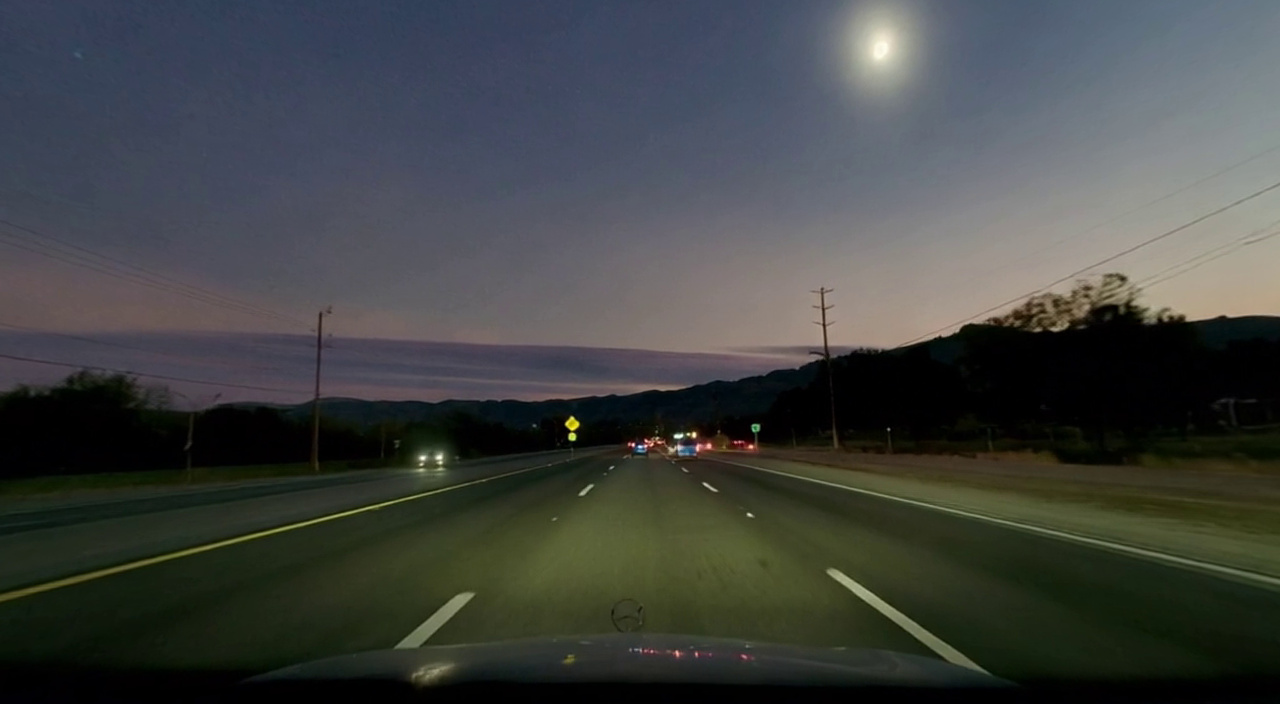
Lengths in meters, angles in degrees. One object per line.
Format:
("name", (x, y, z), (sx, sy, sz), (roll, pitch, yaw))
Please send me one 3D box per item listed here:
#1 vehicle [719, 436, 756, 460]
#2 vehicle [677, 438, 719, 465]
("vehicle", (7.602, 7.518, 49.545), (2.084, 1.830, 4.684), (0, -8, 0))
("vehicle", (3.487, 6.108, 38.979), (2.148, 1.538, 4.430), (0, -8, 0))
